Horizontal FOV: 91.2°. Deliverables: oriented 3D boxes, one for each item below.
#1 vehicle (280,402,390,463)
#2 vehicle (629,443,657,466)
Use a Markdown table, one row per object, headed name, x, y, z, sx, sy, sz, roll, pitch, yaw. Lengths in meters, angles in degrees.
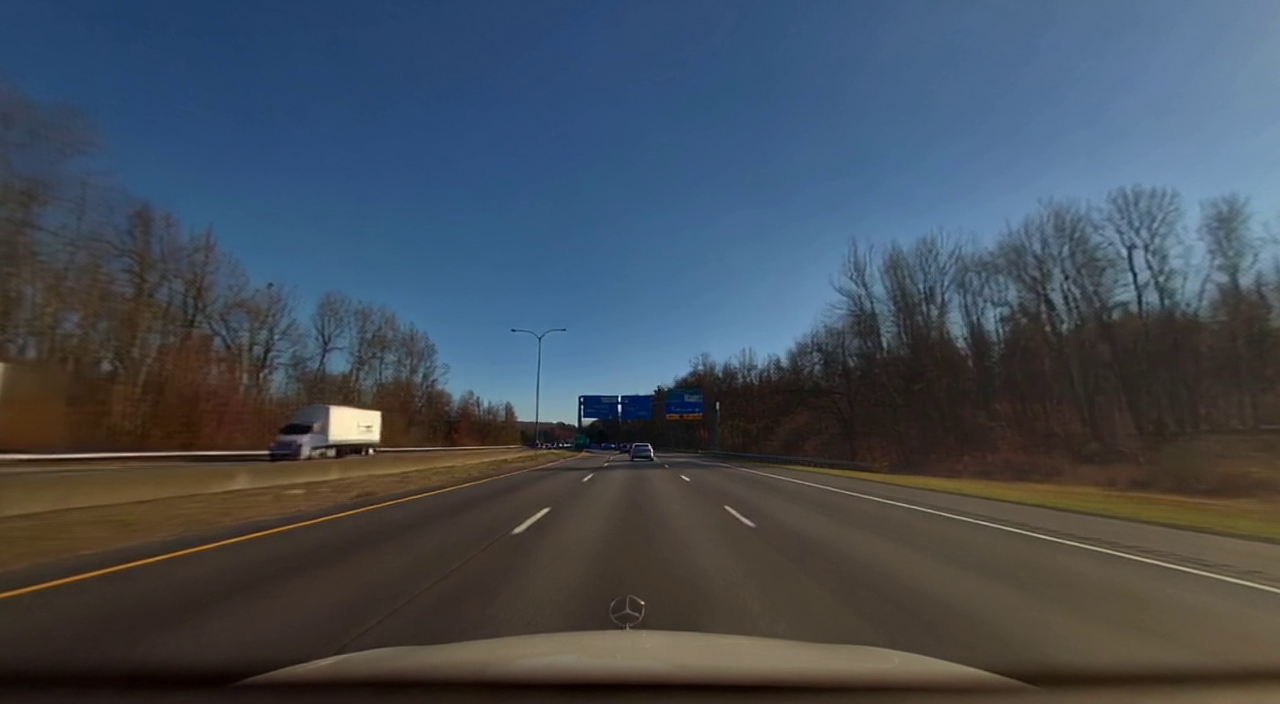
| name | x | y | z | sx | sy | sz | roll | pitch | yaw |
| --- | --- | --- | --- | --- | --- | --- | --- | --- | --- |
| vehicle | -22.087 | 6.055 | 46.403 | 2.993 | 4.028 | 10.213 | 0 | -9 | 0 |
| vehicle | 0.202 | 7.004 | 43.004 | 1.859 | 1.478 | 3.799 | 0 | -8 | 0 |
